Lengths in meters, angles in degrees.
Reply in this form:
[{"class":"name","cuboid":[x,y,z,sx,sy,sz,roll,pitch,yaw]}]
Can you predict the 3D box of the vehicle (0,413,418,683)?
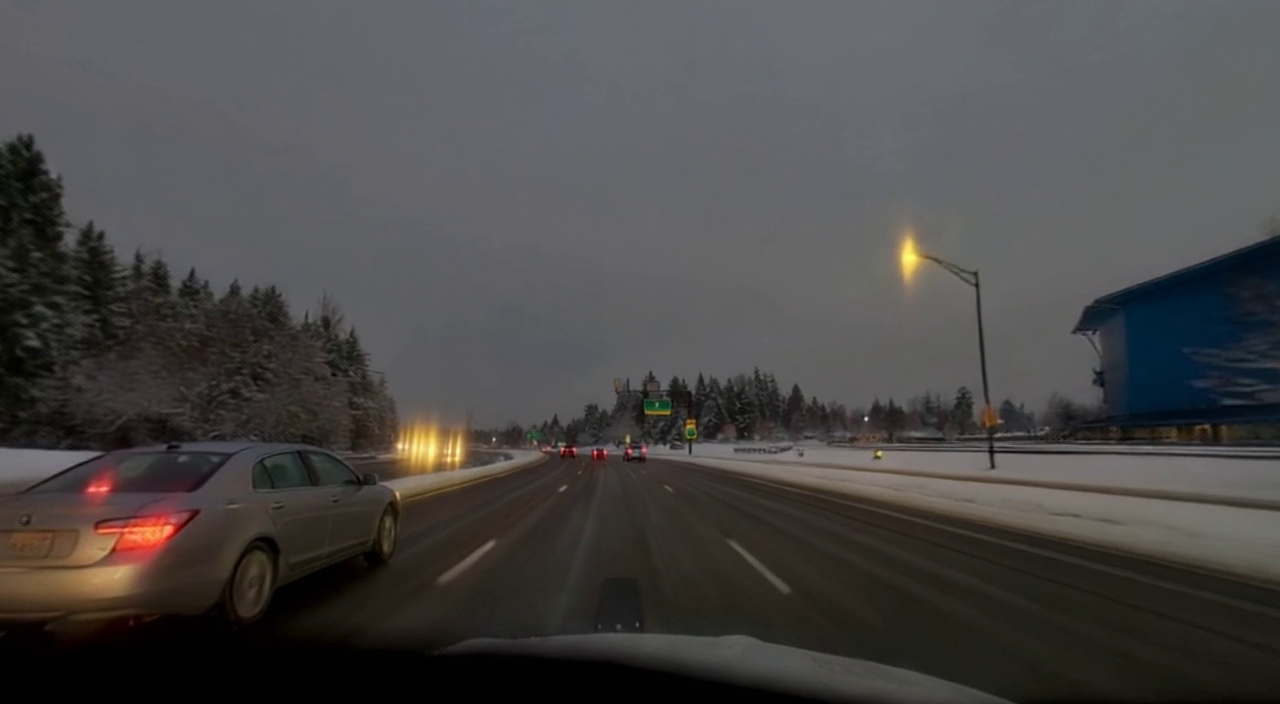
[{"class":"vehicle","cuboid":[-3.802,1.400,5.732,2.018,1.476,4.364,0,-8,-1]}]
